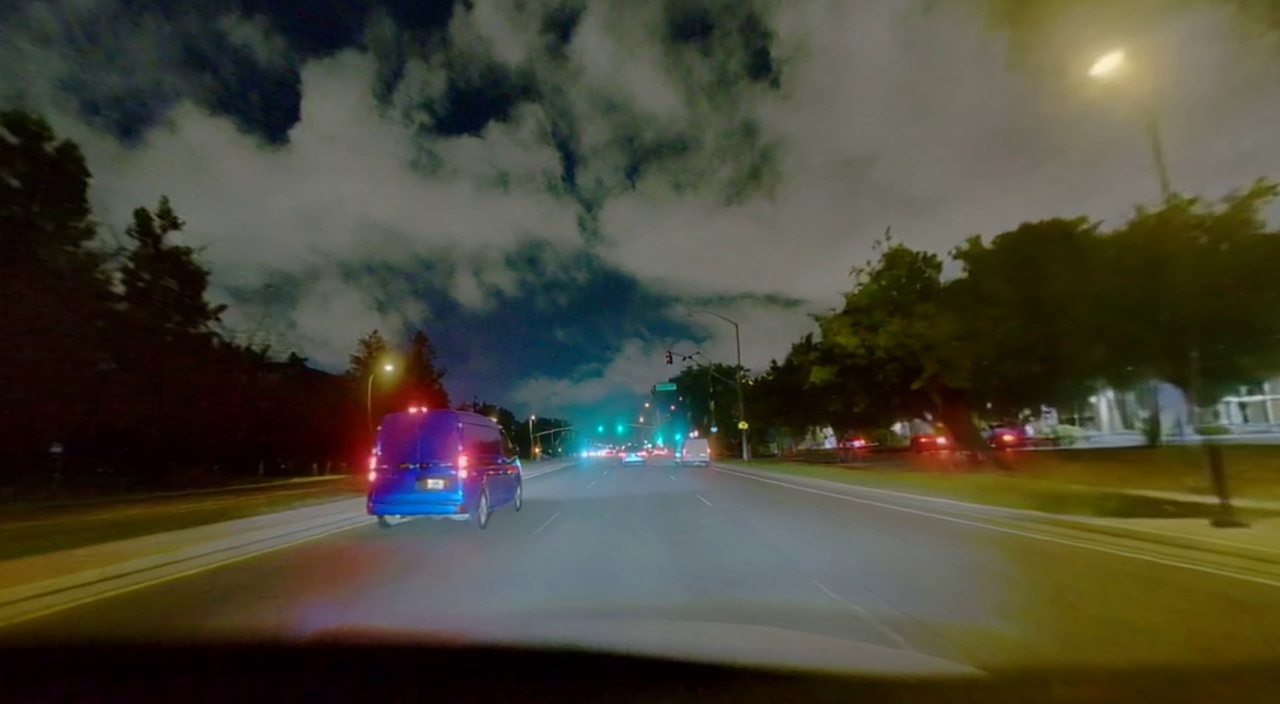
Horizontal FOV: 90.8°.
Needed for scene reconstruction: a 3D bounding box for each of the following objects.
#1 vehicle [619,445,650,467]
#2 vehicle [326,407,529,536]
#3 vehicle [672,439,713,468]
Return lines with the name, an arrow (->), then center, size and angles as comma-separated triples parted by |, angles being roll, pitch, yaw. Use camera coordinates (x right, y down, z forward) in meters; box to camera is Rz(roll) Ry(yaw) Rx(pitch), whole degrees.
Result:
vehicle -> -0.422, 7.114, 43.409 | 2.039, 1.455, 3.826 | 0, -9, -2
vehicle -> -3.505, 2.090, 11.600 | 2.075, 1.863, 4.744 | 0, -9, 0
vehicle -> 3.359, 6.606, 41.241 | 2.181, 1.781, 4.257 | 0, -9, -2
